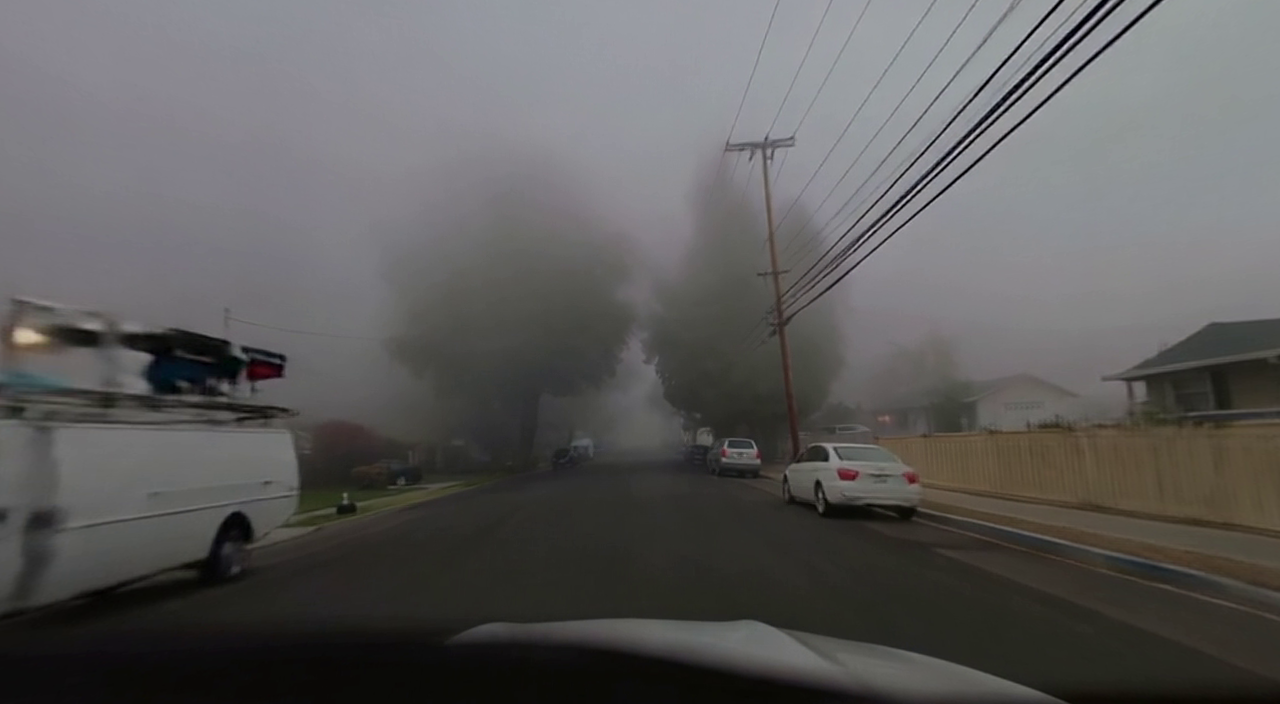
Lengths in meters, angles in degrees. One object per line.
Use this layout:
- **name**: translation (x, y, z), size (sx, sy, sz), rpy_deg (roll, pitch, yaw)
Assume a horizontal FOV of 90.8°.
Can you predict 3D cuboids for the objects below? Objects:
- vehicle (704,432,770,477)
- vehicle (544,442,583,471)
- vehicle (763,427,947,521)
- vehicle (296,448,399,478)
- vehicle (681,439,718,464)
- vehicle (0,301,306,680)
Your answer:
- **vehicle**: translation (4.021, 4.350, 26.997), size (2.105, 1.755, 4.749), rpy_deg (0, -8, 1)
- **vehicle**: translation (-5.692, 7.817, 47.631), size (2.213, 1.786, 4.674), rpy_deg (-6, -8, -1)
- **vehicle**: translation (4.023, 2.365, 12.845), size (2.016, 1.544, 4.645), rpy_deg (0, -8, -1)
- **vehicle**: translation (-19.402, 7.349, 42.065), size (5.746, 1.830, 2.162), rpy_deg (0, -8, -1)
- **vehicle**: translation (4.103, 6.904, 44.050), size (2.040, 1.640, 4.153), rpy_deg (0, -8, -2)
- **vehicle**: translation (-6.060, 1.300, 6.192), size (2.313, 2.875, 6.057), rpy_deg (-3, -8, 0)
